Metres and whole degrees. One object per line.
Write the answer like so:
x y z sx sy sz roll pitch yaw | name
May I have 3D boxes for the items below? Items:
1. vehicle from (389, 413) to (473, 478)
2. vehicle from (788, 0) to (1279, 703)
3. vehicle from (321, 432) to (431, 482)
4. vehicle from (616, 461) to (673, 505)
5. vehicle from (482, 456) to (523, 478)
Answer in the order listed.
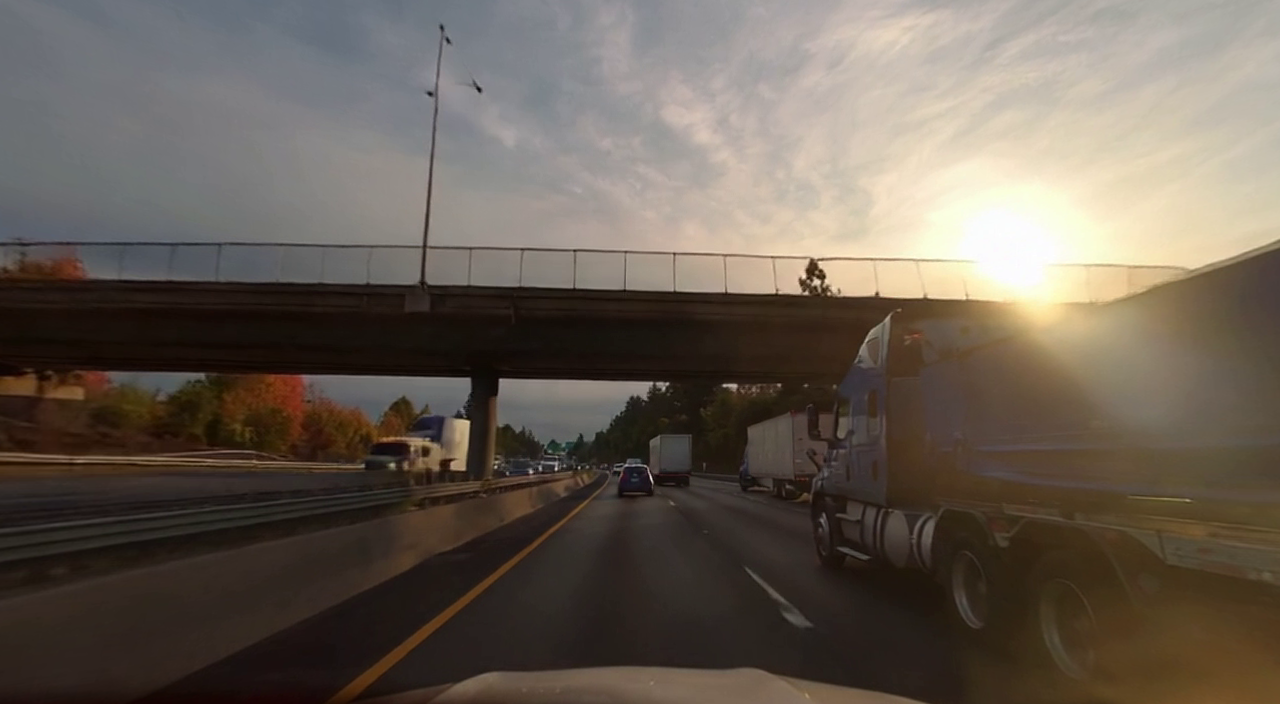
-13.825 6.414 42.439 3.010 3.930 7.428 1 -10 -1 | vehicle
3.707 -0.274 2.036 2.831 4.150 14.519 1 -11 0 | vehicle
-10.146 4.156 24.719 2.207 1.713 4.723 1 -11 0 | vehicle
0.163 5.069 24.597 2.067 1.552 3.601 1 -11 0 | vehicle
-9.804 8.283 45.328 1.911 1.455 4.516 1 -11 0 | vehicle
